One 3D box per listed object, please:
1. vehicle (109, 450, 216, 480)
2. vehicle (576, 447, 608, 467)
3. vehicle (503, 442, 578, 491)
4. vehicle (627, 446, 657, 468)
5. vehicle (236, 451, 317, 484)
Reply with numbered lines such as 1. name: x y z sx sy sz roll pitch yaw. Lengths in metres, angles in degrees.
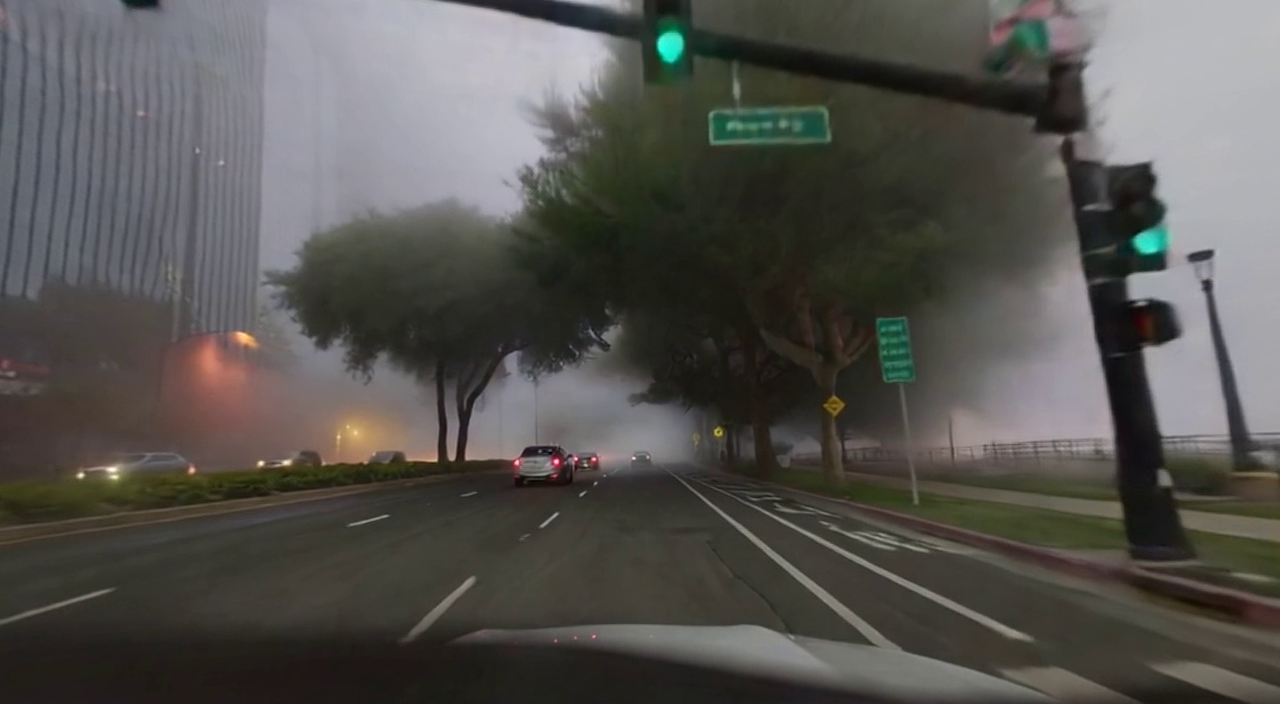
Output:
1. vehicle: -33.140 7.830 44.074 5.549 1.937 2.207 4 -10 -29
2. vehicle: -3.620 8.078 48.755 2.088 1.430 4.482 0 -8 1
3. vehicle: -3.372 3.946 22.139 1.983 1.545 3.773 0 -8 1
4. vehicle: 0.134 7.546 45.700 2.102 1.482 4.125 0 -8 -1
5. vehicle: -20.435 6.476 35.746 1.900 1.638 4.567 0 -8 -1
